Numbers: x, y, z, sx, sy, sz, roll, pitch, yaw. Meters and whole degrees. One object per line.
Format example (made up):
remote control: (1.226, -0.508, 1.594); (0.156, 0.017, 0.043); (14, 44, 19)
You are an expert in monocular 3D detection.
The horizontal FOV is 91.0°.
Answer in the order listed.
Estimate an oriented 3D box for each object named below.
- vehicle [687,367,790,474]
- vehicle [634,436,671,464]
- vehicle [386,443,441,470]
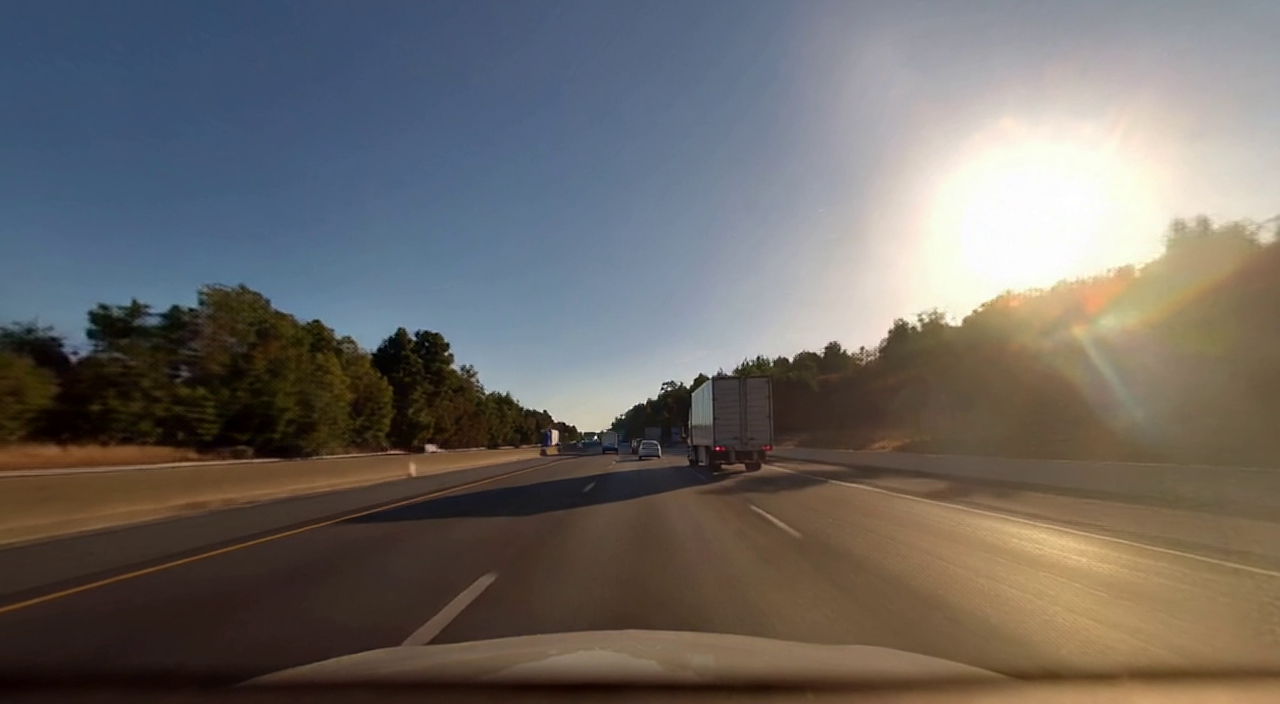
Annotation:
vehicle: (4.340, 3.629, 31.545); (3.005, 4.131, 14.221); (0, -8, 0)
vehicle: (0.730, 6.034, 38.965); (2.139, 1.607, 4.034); (0, -8, 0)
vehicle: (-13.982, 6.426, 39.071); (1.870, 1.555, 4.135); (0, -8, 0)
